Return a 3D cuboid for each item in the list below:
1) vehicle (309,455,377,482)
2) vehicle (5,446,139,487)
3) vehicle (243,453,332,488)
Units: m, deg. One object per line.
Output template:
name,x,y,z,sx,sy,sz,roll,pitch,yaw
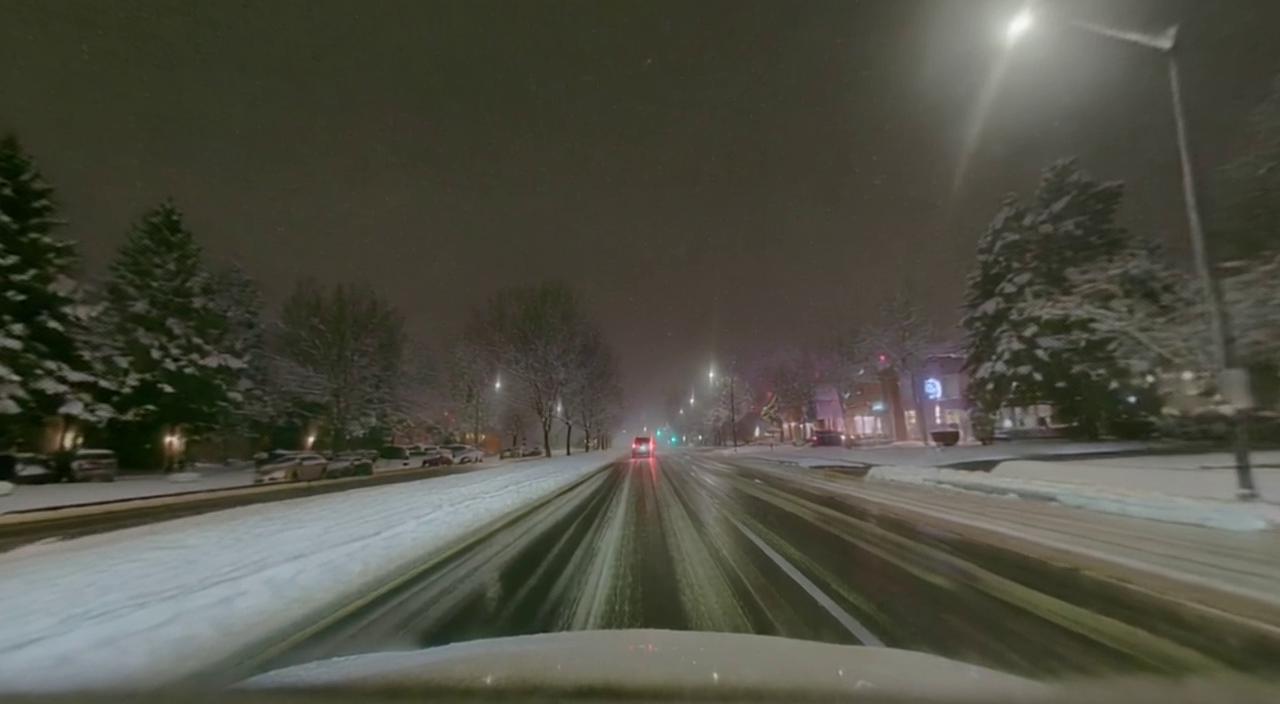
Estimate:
vehicle,-18.631,7.281,39.772,1.861,1.499,4.535,-1,-8,3
vehicle,-26.764,5.378,29.834,4.261,1.781,1.985,0,-8,-4
vehicle,-18.923,6.347,34.124,1.959,1.682,4.628,-1,-8,2
